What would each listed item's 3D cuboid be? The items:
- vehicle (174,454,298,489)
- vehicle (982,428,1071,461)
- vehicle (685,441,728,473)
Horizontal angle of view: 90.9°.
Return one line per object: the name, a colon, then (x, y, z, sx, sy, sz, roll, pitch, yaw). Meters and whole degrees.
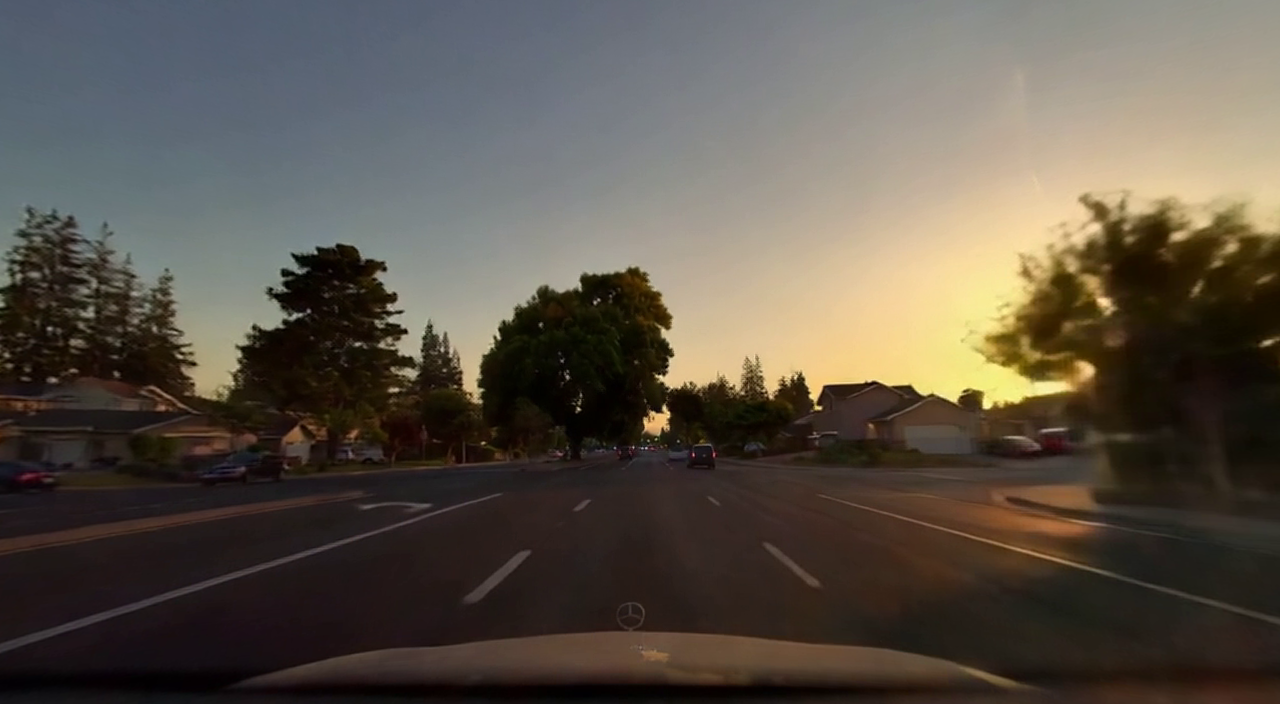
vehicle: (-18.536, 5.486, 29.083, 4.351, 1.489, 1.890, 0, -9, -3)
vehicle: (25.445, 6.148, 41.818, 2.198, 1.973, 5.805, 0, -9, 1)
vehicle: (3.996, 6.408, 38.698, 2.114, 1.780, 4.445, 0, -9, 0)
